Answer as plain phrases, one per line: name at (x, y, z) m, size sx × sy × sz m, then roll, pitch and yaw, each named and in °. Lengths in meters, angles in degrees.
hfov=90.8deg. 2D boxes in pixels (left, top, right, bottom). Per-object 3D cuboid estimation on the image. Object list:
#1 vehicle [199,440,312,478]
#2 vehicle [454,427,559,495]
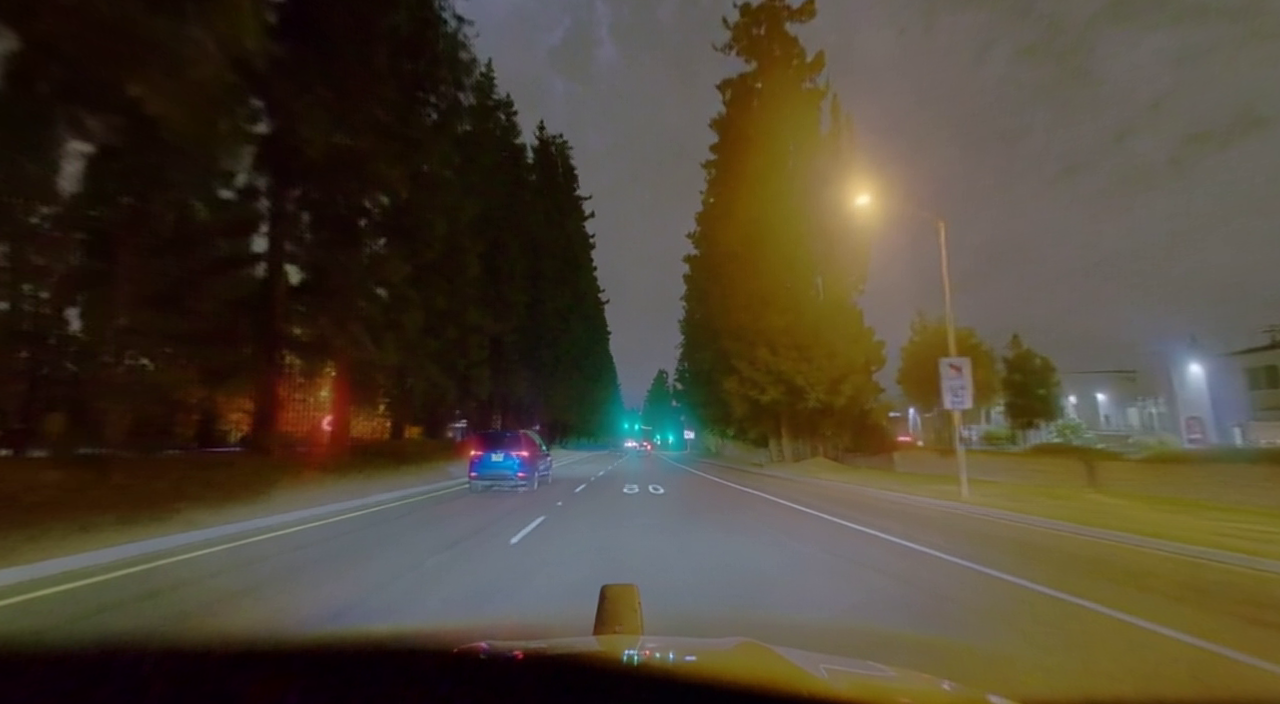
vehicle at (-25.906, 7.201, 43.171) m, size 2.691 × 2.305 × 8.031 m, roll 0°, pitch -8°, yaw 0°
vehicle at (-3.722, 3.126, 18.483) m, size 2.078 × 1.748 × 4.279 m, roll 0°, pitch -8°, yaw 0°
